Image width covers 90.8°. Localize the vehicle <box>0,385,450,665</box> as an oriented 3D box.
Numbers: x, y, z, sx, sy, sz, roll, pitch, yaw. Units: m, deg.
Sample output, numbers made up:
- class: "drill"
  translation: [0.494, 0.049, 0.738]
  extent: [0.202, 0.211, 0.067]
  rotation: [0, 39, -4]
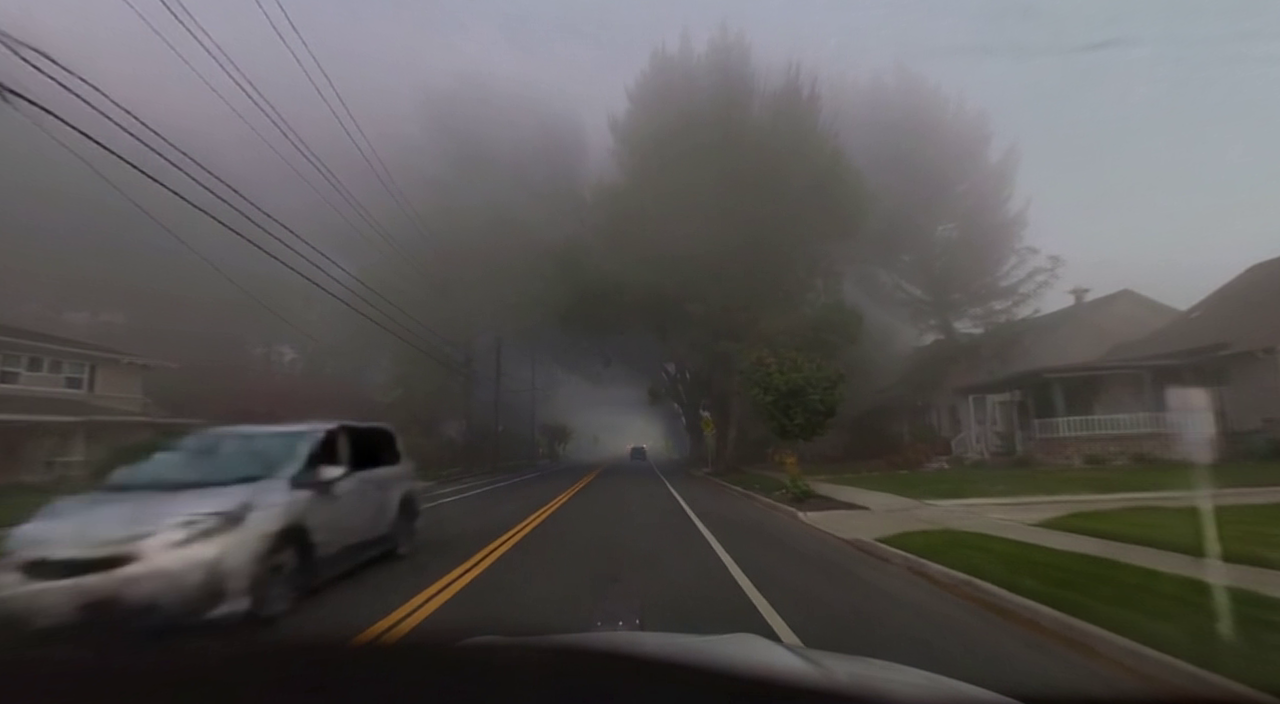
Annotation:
- class: "vehicle"
  translation: [-3.803, 1.484, 6.558]
  extent: [2.145, 1.762, 4.960]
  rotation: [0, -9, -1]
